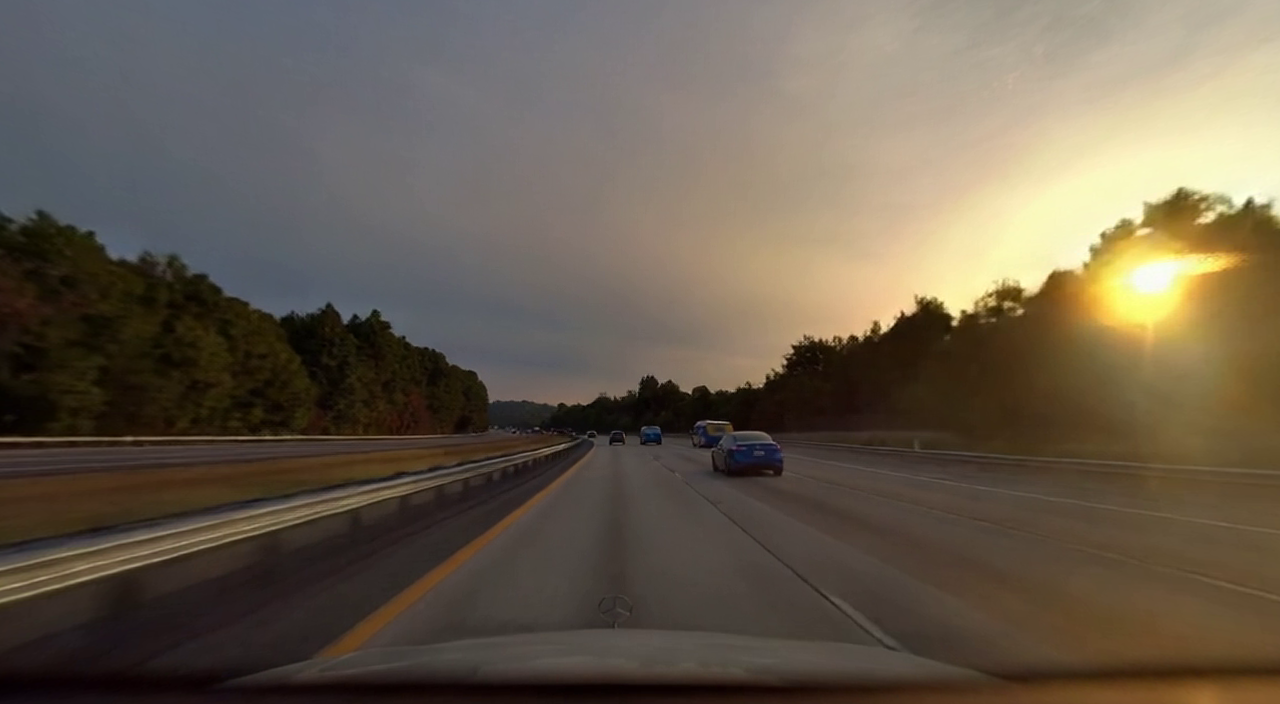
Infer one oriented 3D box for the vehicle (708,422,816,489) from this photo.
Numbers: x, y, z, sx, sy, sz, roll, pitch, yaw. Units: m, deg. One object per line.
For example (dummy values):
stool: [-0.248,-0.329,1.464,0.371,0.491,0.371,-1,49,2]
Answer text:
vehicle: [3.128,2.726,17.004,2.002,1.569,3.845,0,-8,-2]
